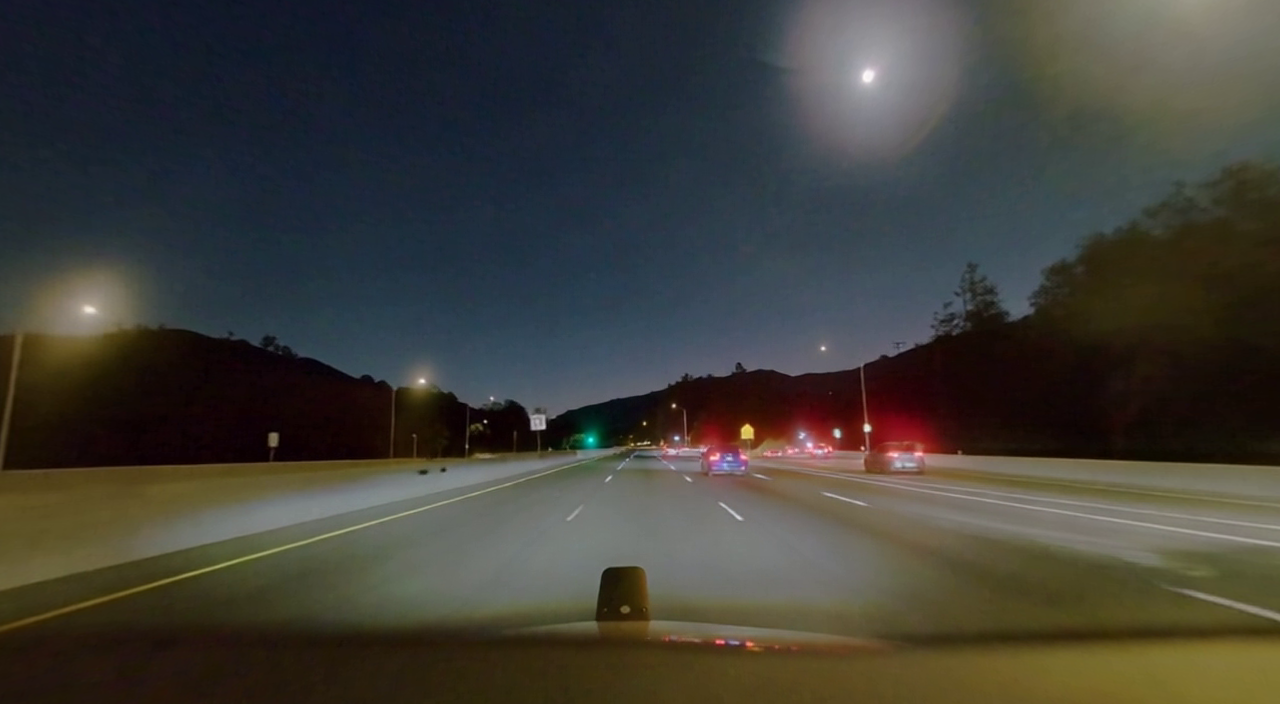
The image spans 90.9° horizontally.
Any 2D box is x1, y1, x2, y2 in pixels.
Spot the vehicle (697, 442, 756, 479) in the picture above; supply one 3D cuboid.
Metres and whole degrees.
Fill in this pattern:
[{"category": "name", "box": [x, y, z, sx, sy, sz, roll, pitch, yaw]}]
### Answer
[{"category": "vehicle", "box": [3.667, 4.669, 27.515, 1.916, 1.469, 4.481, 0, -8, -1]}]
